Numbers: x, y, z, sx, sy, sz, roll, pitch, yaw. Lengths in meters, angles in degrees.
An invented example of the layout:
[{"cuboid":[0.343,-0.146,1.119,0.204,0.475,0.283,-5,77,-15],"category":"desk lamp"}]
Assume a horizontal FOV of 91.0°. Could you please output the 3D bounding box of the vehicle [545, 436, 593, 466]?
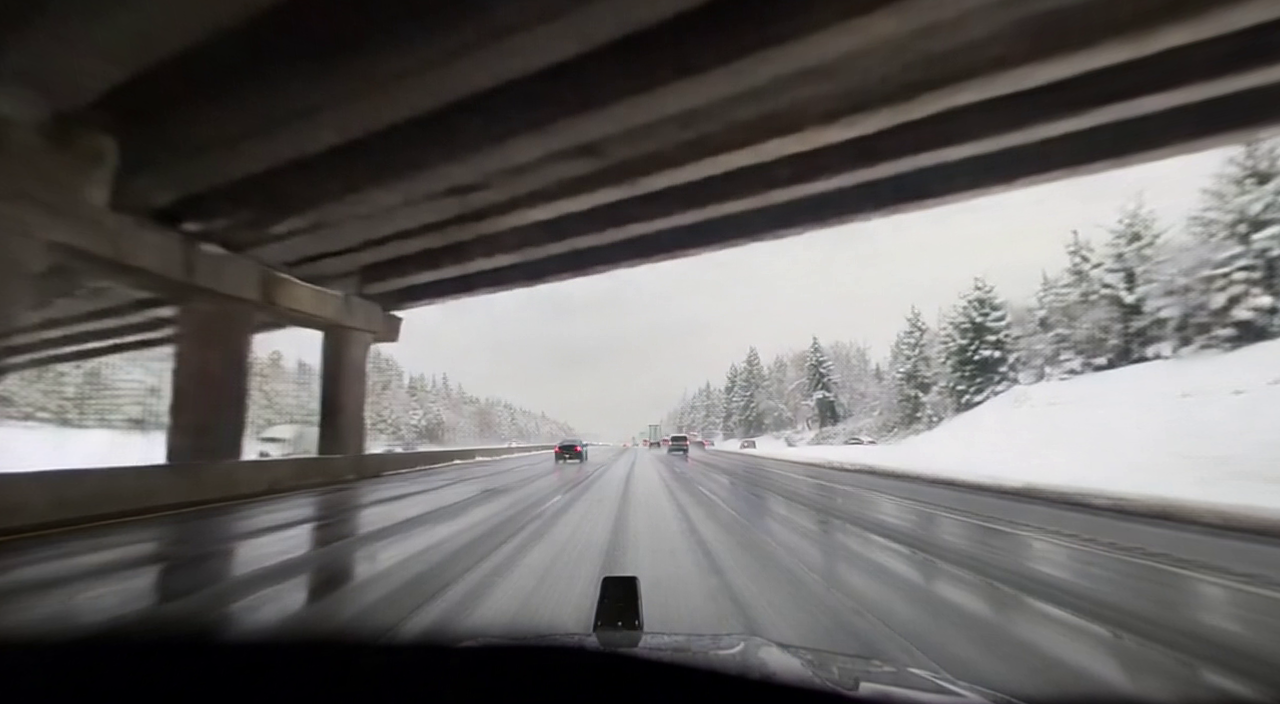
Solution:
[{"cuboid":[-3.693,5.254,33.528,2.066,1.500,4.415,0,-8,0],"category":"vehicle"}]
